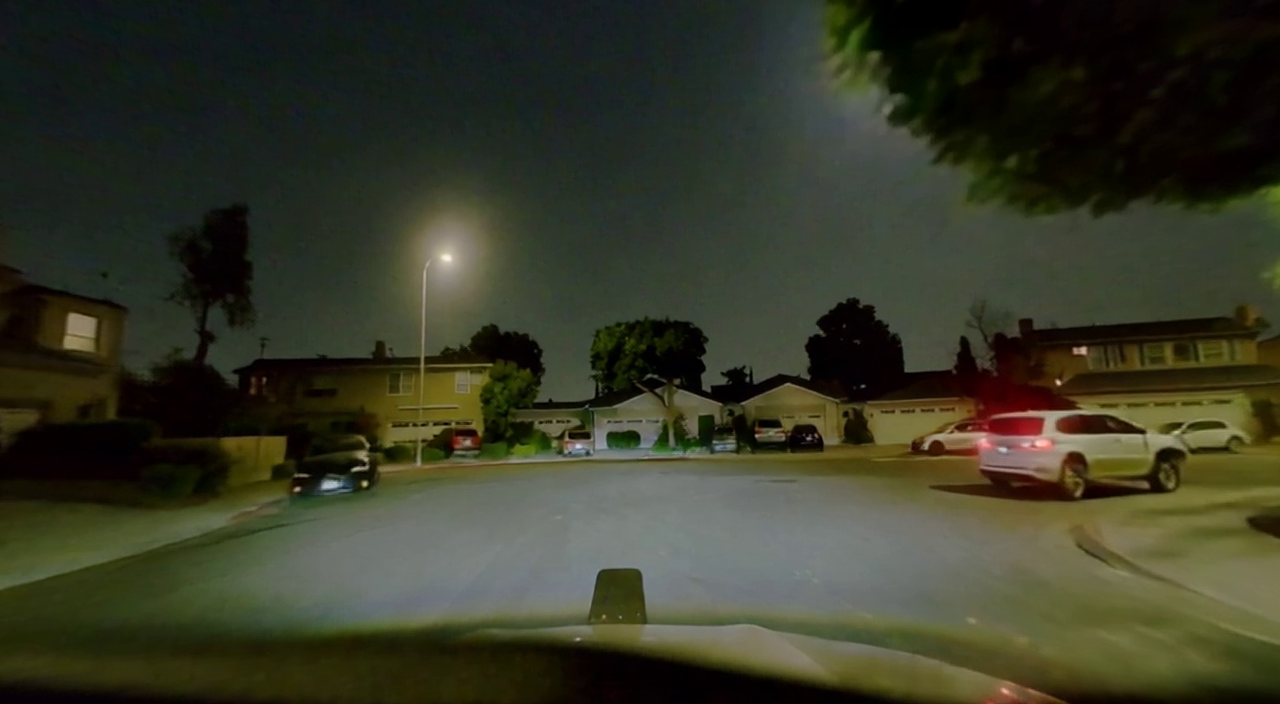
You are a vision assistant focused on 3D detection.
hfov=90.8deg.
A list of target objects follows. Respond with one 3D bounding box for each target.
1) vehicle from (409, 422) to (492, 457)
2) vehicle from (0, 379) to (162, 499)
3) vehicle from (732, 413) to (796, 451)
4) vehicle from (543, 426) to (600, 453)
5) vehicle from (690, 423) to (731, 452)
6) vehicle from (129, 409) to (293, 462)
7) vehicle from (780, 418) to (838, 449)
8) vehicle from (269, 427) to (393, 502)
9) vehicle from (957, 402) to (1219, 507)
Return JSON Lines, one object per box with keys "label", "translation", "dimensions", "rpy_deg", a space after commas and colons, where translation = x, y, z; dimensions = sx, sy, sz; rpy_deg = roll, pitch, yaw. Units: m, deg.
{"label": "vehicle", "translation": [-10.664, 4.877, 35.324], "dimensions": [2.305, 1.824, 5.096], "rpy_deg": [7, -10, -44]}
{"label": "vehicle", "translation": [-11.851, 1.513, 10.911], "dimensions": [5.143, 1.832, 2.461], "rpy_deg": [0, -7, -2]}
{"label": "vehicle", "translation": [6.997, 4.603, 36.317], "dimensions": [2.455, 2.018, 5.271], "rpy_deg": [-1, -7, -1]}
{"label": "vehicle", "translation": [-4.194, 5.233, 37.827], "dimensions": [1.932, 1.518, 4.343], "rpy_deg": [3, -8, -27]}
{"label": "vehicle", "translation": [4.007, 4.922, 36.475], "dimensions": [1.833, 1.540, 3.532], "rpy_deg": [-1, -7, -2]}
{"label": "vehicle", "translation": [-14.996, 2.938, 22.227], "dimensions": [4.400, 1.717, 2.067], "rpy_deg": [-2, -7, 7]}
{"label": "vehicle", "translation": [9.827, 4.812, 37.153], "dimensions": [2.160, 1.695, 4.183], "rpy_deg": [-1, -7, -1]}
{"label": "vehicle", "translation": [-7.339, 2.582, 15.201], "dimensions": [2.236, 1.459, 4.832], "rpy_deg": [3, -8, -25]}
{"label": "vehicle", "translation": [9.126, 1.996, 12.870], "dimensions": [4.863, 1.784, 2.109], "rpy_deg": [3, -8, -26]}
